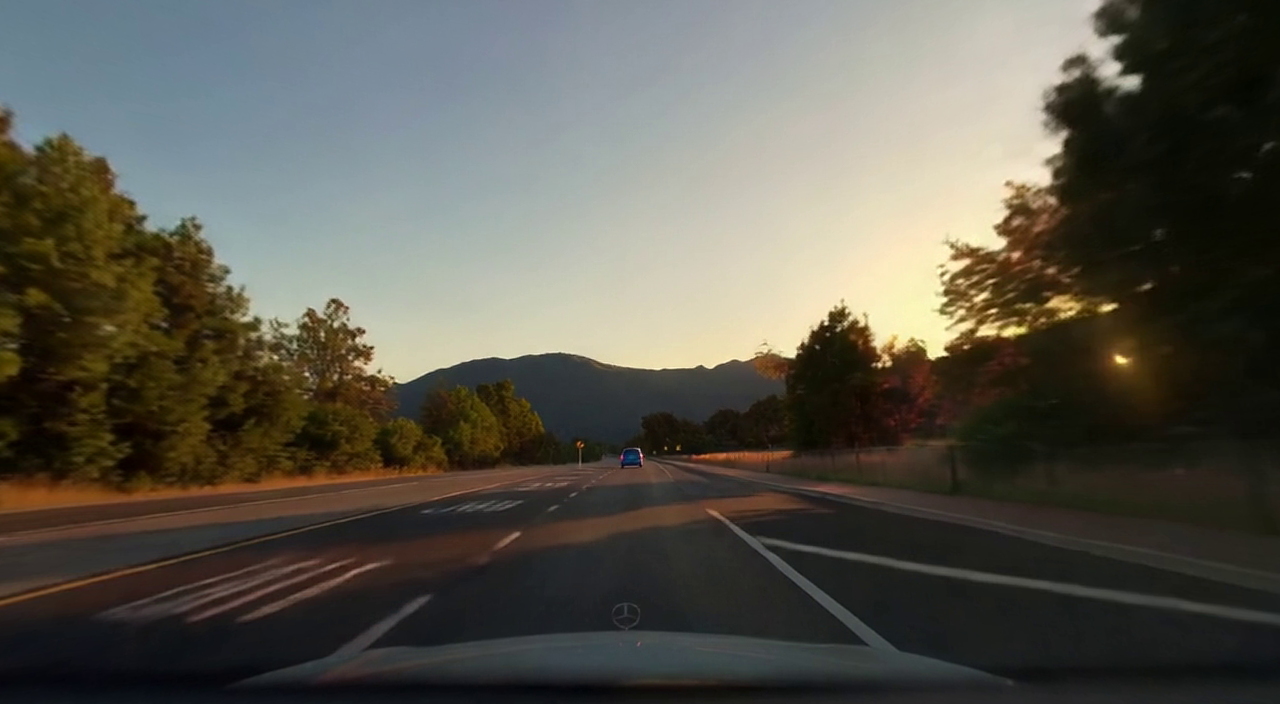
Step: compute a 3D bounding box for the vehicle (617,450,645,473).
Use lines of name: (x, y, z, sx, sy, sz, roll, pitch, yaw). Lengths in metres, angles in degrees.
vehicle: (-0.667, 8.505, 49.180, 2.053, 1.647, 4.252, 0, -9, 1)
